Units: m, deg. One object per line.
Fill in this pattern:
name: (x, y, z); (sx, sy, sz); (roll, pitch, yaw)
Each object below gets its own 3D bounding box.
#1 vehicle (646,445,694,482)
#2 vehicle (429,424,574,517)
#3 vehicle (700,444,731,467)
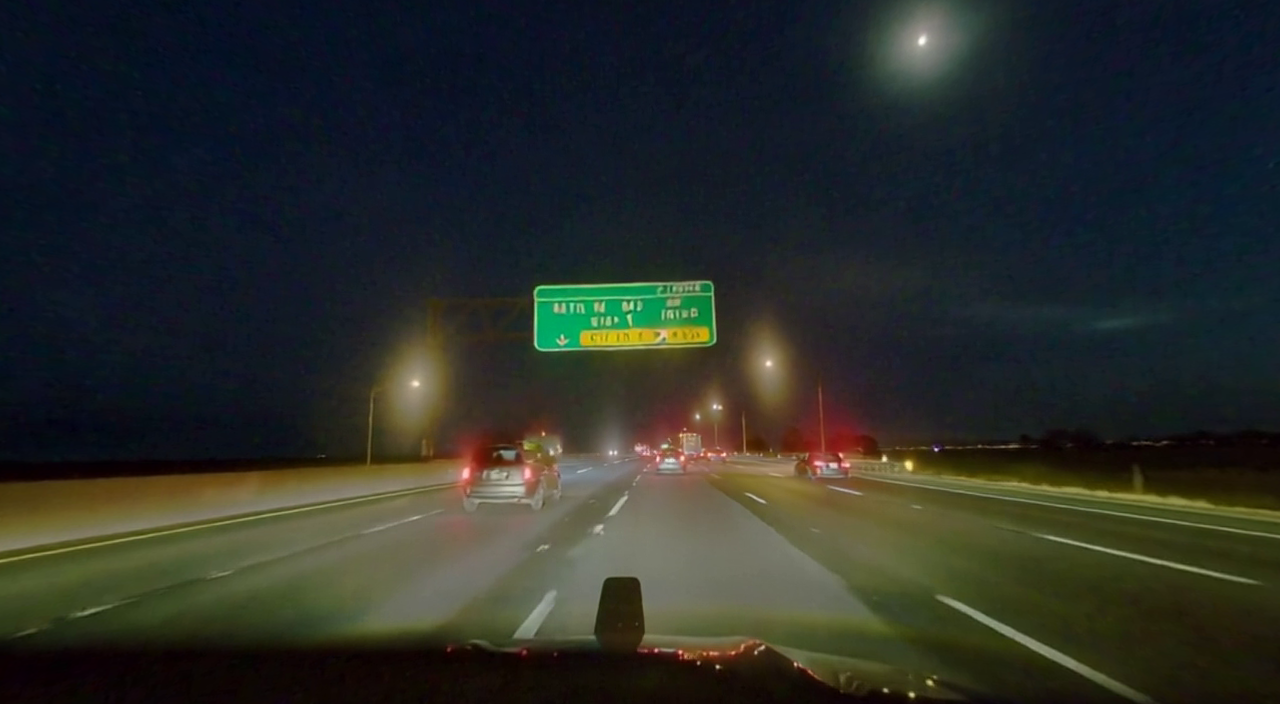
vehicle: (1.301, 4.944, 28.212); (2.004, 1.471, 4.032); (0, -9, 1)
vehicle: (-2.884, 2.596, 14.245); (2.142, 1.724, 4.344); (0, -9, 2)
vehicle: (5.786, 7.981, 48.698); (1.975, 1.650, 4.257); (0, -9, 1)
